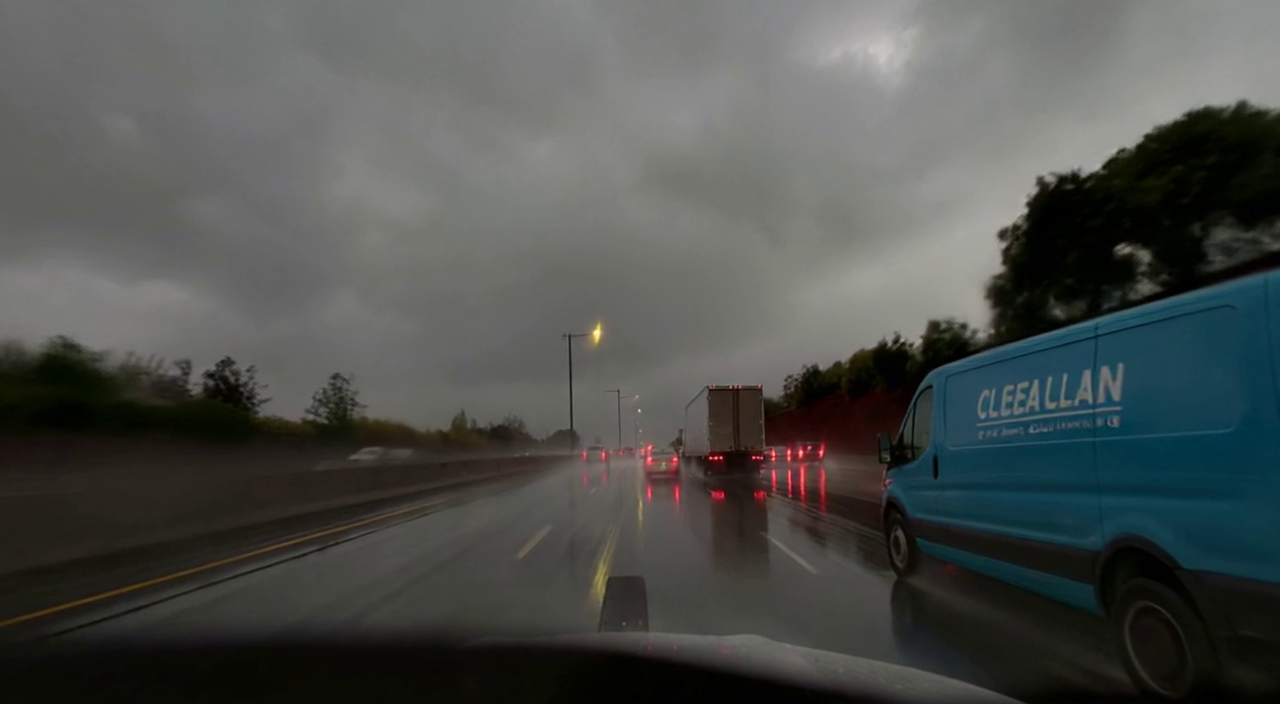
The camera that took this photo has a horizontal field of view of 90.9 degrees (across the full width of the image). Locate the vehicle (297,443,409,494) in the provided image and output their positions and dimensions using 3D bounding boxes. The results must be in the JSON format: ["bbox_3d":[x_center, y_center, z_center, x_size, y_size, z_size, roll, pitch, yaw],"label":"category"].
[{"bbox_3d":[-12.012,4.889,26.954,2.166,1.890,5.403,0,-9,1],"label":"vehicle"}]

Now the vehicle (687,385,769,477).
[{"bbox_3d":[4.373,4.442,34.337,2.821,4.077,12.562,0,-9,1],"label":"vehicle"}]

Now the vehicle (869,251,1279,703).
[{"bbox_3d":[3.628,0.848,3.725,2.441,2.017,5.739,0,-9,1],"label":"vehicle"}]

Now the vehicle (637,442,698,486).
[{"bbox_3d":[0.917,4.168,23.735,2.063,1.469,4.208,0,-9,0],"label":"vehicle"}]

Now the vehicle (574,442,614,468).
[{"bbox_3d":[-2.904,6.687,41.050,2.182,1.601,4.364,0,-9,1],"label":"vehicle"}]

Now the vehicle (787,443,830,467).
[{"bbox_3d":[11.206,6.863,42.268,1.870,1.525,3.680,0,-9,0],"label":"vehicle"}]
